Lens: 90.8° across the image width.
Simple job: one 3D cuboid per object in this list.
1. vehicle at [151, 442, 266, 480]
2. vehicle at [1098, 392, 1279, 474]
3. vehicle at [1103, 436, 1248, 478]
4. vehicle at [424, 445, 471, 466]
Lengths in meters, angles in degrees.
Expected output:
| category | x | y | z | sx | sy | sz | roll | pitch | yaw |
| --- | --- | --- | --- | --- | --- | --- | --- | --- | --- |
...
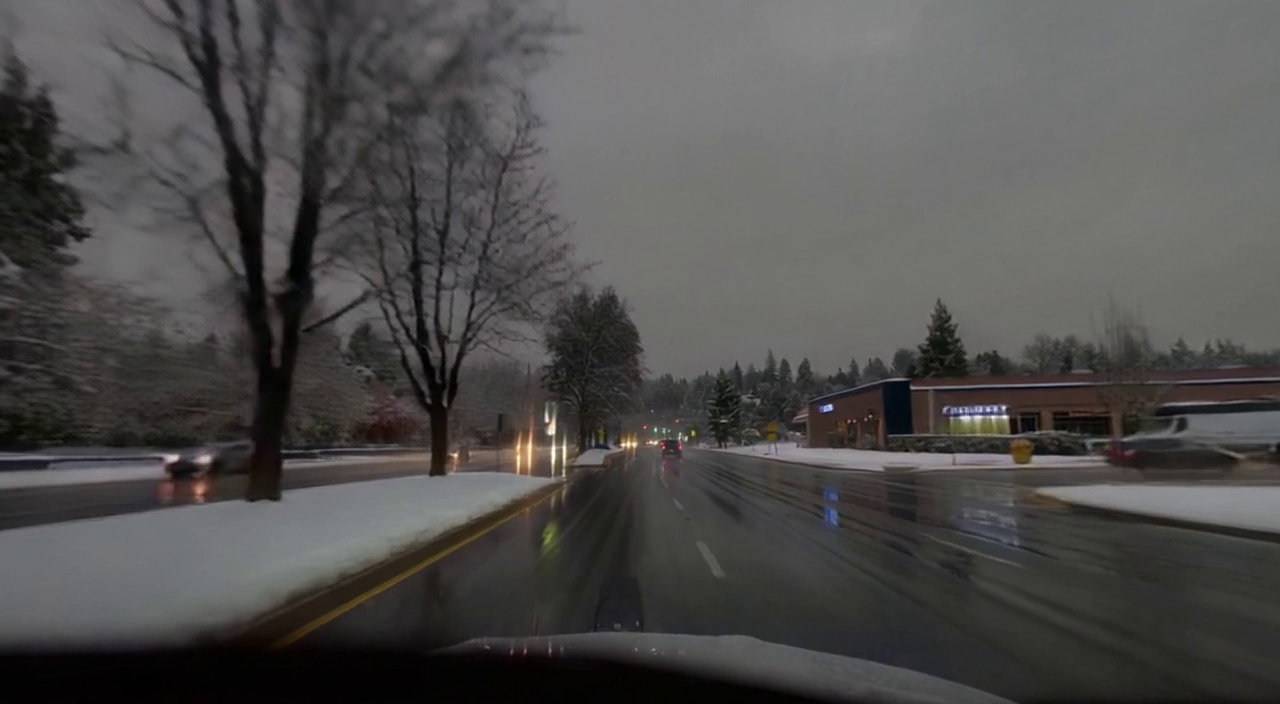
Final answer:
| category | x | y | z | sx | sy | sz | roll | pitch | yaw |
| --- | --- | --- | --- | --- | --- | --- | --- | --- | --- |
| vehicle | -18.310 | 4.632 | 27.084 | 1.881 | 1.507 | 4.234 | 0 | -9 | 0 |
| vehicle | 29.910 | 3.986 | 31.696 | 11.456 | 3.682 | 3.010 | -2 | -7 | -2 |
| vehicle | 21.666 | 4.241 | 25.656 | 4.319 | 1.624 | 1.988 | 1 | -9 | -7 |
| vehicle | -14.354 | 7.727 | 47.388 | 1.967 | 1.453 | 4.539 | 0 | -9 | 2 |
